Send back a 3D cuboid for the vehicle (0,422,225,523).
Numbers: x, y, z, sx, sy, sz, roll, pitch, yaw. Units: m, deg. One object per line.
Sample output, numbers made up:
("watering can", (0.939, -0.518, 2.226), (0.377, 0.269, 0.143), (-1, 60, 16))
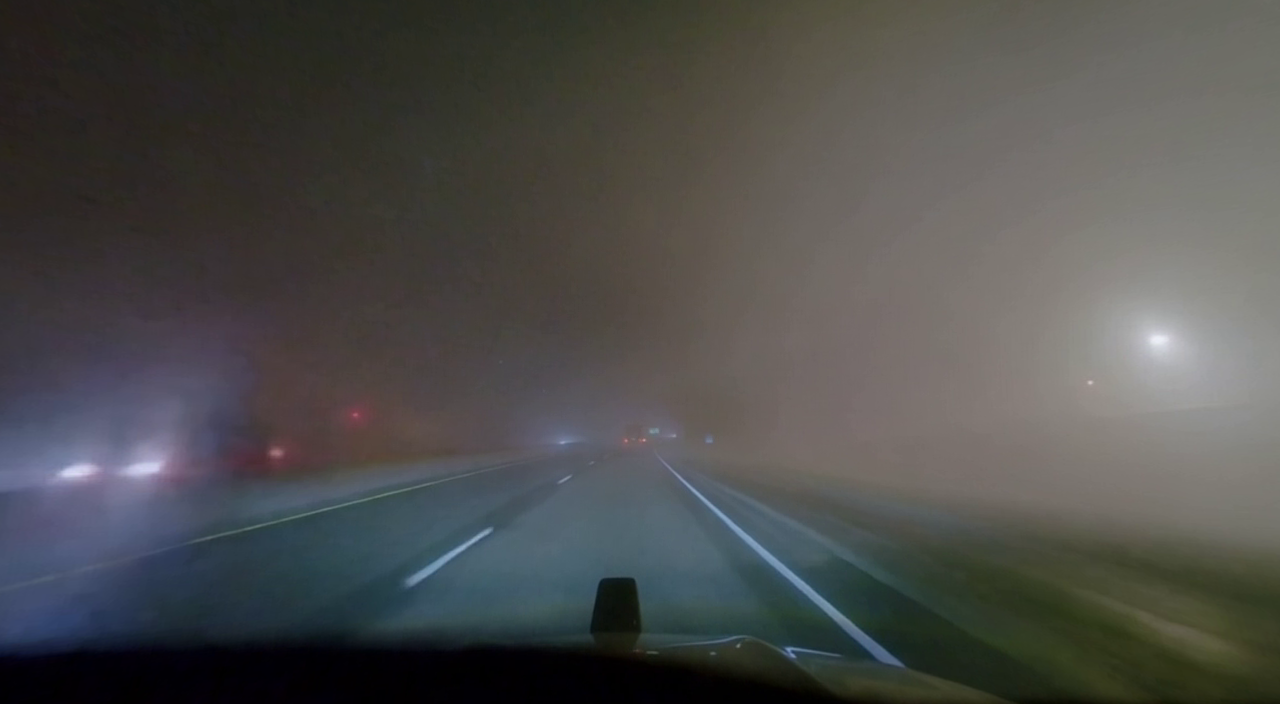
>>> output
("vehicle", (-11.130, 2.321, 12.826), (2.008, 1.649, 4.942), (0, -8, -1))
